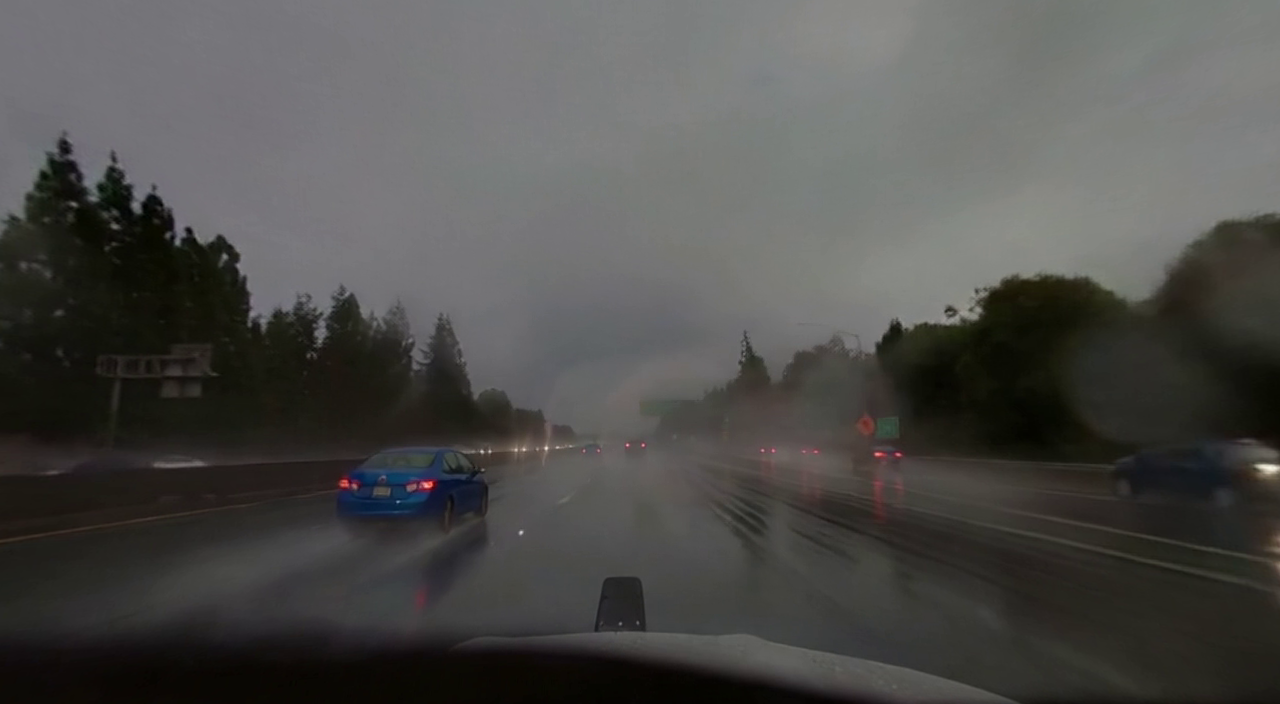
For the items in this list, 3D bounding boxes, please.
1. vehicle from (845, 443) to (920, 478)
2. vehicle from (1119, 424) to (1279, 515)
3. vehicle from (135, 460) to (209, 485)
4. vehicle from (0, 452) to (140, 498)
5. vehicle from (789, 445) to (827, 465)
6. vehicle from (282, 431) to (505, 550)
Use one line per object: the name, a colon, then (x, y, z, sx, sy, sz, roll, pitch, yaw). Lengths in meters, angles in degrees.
vehicle: (11.416, 5.136, 30.141, 1.940, 1.496, 4.992, -1, -9, 4)
vehicle: (14.330, 2.684, 14.802, 2.278, 1.816, 5.666, -1, -9, 7)
vehicle: (-33.198, 8.530, 45.003, 1.835, 1.541, 4.587, 0, -9, -2)
vehicle: (-21.289, 4.457, 23.310, 1.987, 1.503, 4.474, 0, -9, -1)
vehicle: (13.124, 8.064, 49.652, 1.873, 1.463, 4.937, -1, -9, 2)
vehicle: (-3.712, 2.153, 10.478, 2.020, 1.554, 4.137, 0, -9, 0)
